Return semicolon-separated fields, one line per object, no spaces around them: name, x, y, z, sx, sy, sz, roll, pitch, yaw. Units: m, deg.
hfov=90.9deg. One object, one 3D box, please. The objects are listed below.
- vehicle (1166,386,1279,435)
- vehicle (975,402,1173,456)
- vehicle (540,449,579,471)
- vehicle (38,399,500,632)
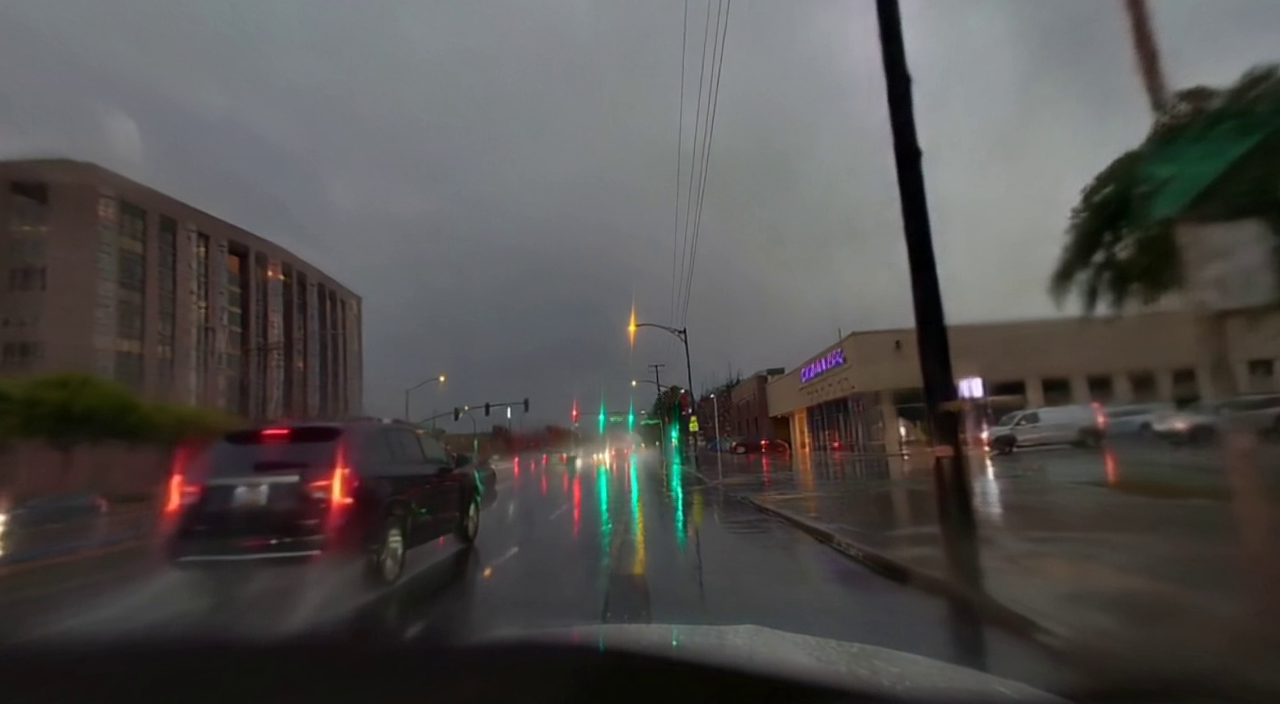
vehicle;24.800;2.506;26.046;1.903;1.700;4.934;0;-9;1
vehicle;13.229;2.403;19.446;4.573;1.532;1.983;0;-9;1
vehicle;-5.725;7.717;45.322;2.030;1.488;4.650;-1;-9;2
vehicle;-3.372;1.611;7.301;2.277;1.743;4.893;0;-9;1
